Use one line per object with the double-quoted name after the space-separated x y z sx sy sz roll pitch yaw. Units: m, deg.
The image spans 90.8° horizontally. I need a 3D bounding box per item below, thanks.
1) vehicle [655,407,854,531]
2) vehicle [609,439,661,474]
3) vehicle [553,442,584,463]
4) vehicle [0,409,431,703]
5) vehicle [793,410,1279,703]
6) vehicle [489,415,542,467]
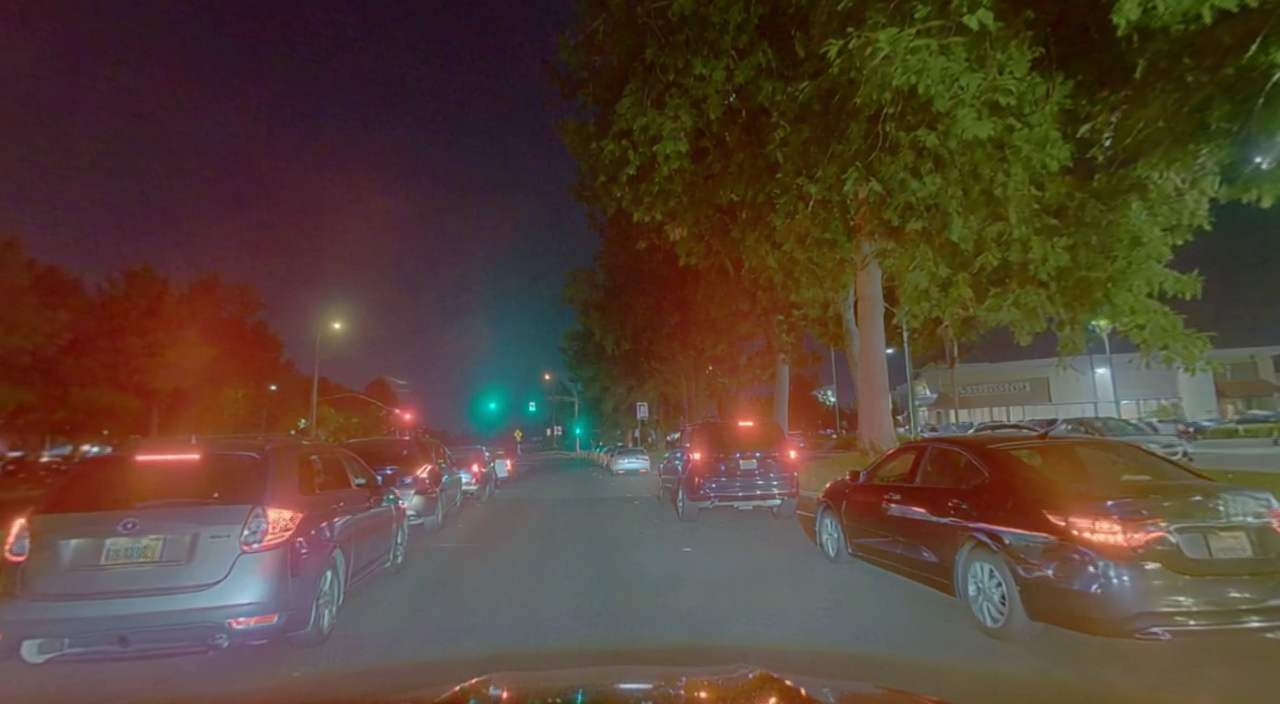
1.902 2.254 12.842 2.324 1.907 5.634 1 -8 -7 "vehicle"
-0.317 4.789 29.179 1.910 1.493 4.490 1 -8 -7 "vehicle"
-5.274 7.359 46.508 2.095 1.473 4.301 1 -8 -7 "vehicle"
-2.894 1.339 5.109 1.968 1.497 4.286 2 -9 -15 "vehicle"
3.155 1.401 5.624 1.904 1.494 4.864 1 -8 -6 "vehicle"
-8.485 6.216 43.930 2.820 3.263 7.986 1 -8 -6 "vehicle"
